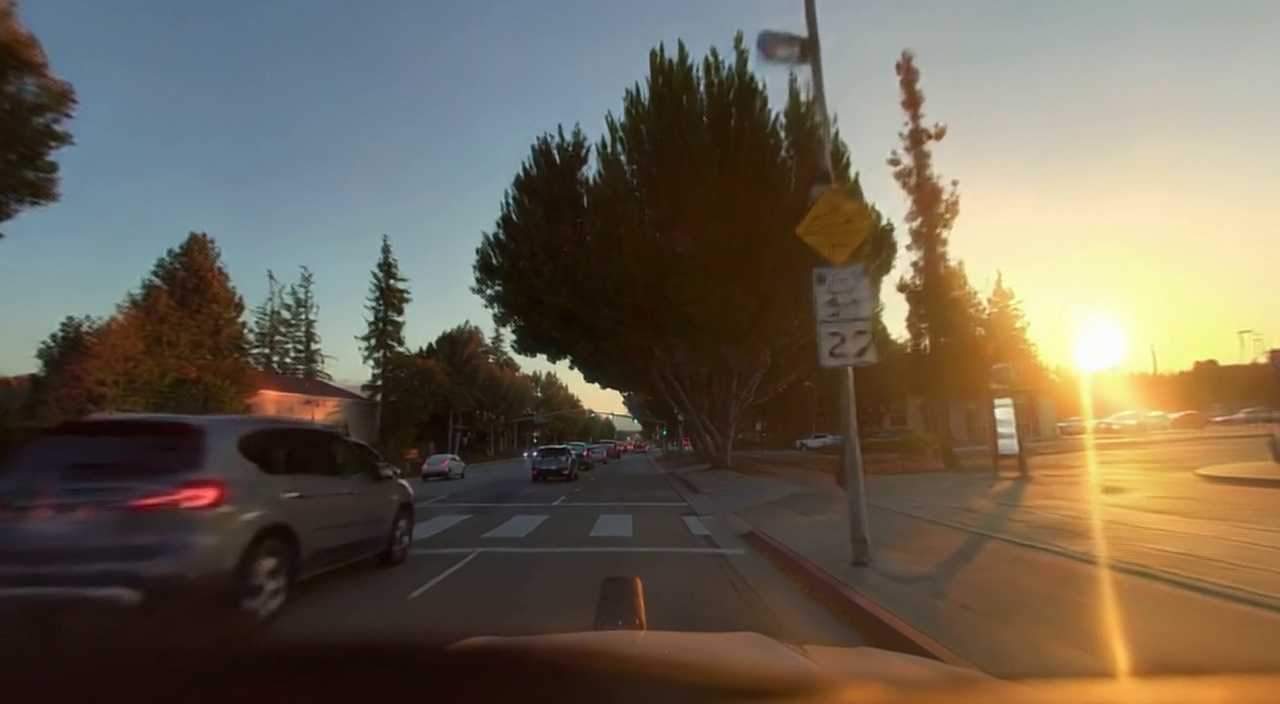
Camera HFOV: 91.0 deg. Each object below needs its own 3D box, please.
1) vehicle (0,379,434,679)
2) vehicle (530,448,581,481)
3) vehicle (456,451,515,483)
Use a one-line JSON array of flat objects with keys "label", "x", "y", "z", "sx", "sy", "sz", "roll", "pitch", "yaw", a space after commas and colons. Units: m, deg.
[{"label": "vehicle", "x": -3.945, "y": 1.458, "z": 6.151, "sx": 2.306, "sy": 1.815, "sz": 4.476, "roll": 0, "pitch": -10, "yaw": 0}, {"label": "vehicle", "x": -4.344, "y": 5.876, "z": 33.040, "sx": 2.060, "sy": 1.580, "sz": 3.980, "roll": 0, "pitch": -10, "yaw": 1}, {"label": "vehicle", "x": -7.722, "y": 5.802, "z": 31.849, "sx": 1.875, "sy": 1.479, "sz": 4.558, "roll": 0, "pitch": -10, "yaw": -1}]
